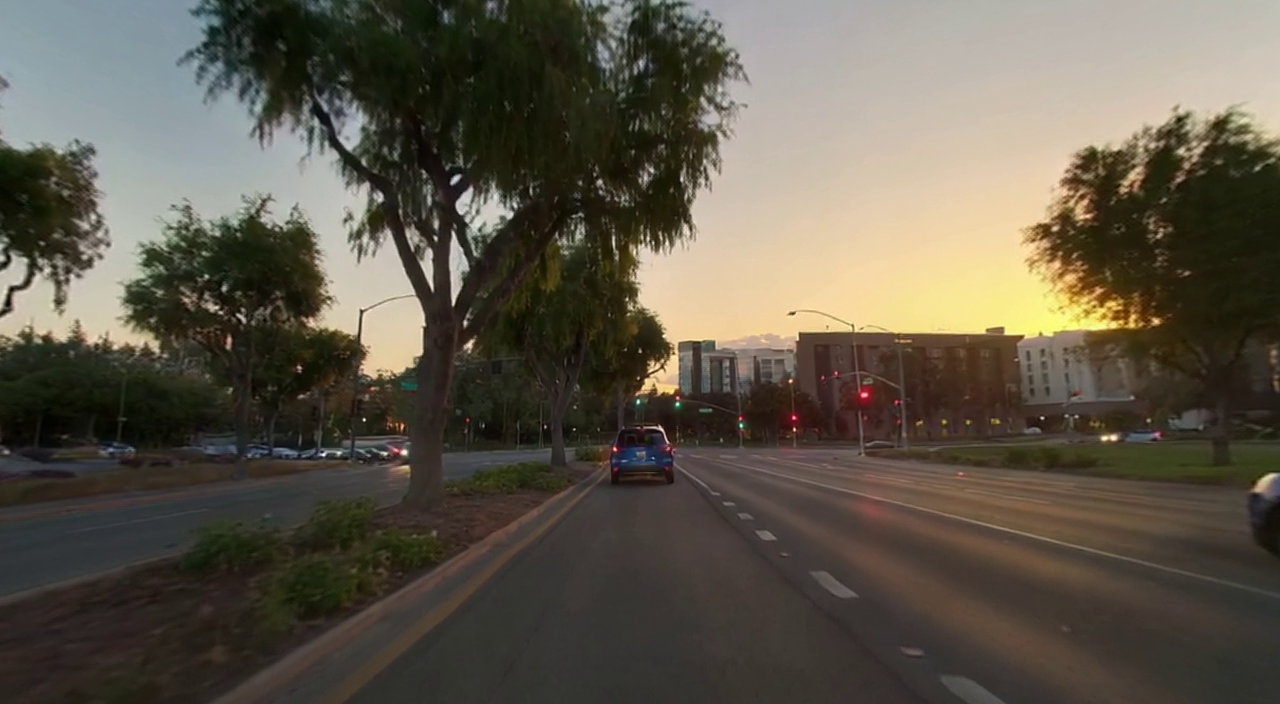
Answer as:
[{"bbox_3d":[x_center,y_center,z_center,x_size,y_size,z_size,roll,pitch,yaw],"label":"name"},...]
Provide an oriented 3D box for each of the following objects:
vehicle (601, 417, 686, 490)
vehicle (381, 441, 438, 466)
[{"bbox_3d":[0.106,3.052,19.201,2.267,1.926,4.708,0,-9,0],"label":"vehicle"},{"bbox_3d":[-15.830,6.933,43.299,2.209,1.627,4.582,7,-11,-39],"label":"vehicle"}]
